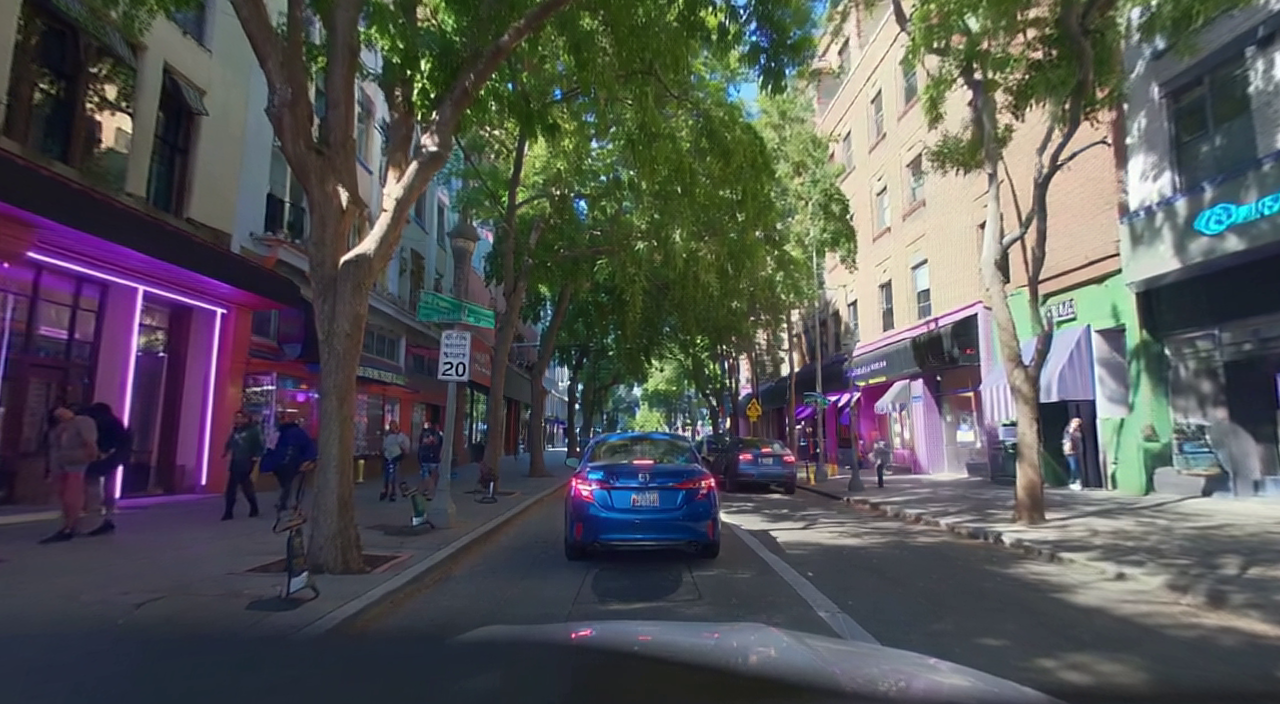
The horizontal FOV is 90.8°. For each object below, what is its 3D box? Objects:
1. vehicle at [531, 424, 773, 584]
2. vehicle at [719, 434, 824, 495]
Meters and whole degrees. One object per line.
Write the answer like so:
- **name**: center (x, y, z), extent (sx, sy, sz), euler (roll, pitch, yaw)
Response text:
- **vehicle**: center (0.086, 1.732, 8.045), extent (2.261, 1.474, 4.130), euler (0, -8, -1)
- **vehicle**: center (3.616, 3.181, 18.227), extent (2.025, 1.523, 4.426), euler (0, -8, -1)
